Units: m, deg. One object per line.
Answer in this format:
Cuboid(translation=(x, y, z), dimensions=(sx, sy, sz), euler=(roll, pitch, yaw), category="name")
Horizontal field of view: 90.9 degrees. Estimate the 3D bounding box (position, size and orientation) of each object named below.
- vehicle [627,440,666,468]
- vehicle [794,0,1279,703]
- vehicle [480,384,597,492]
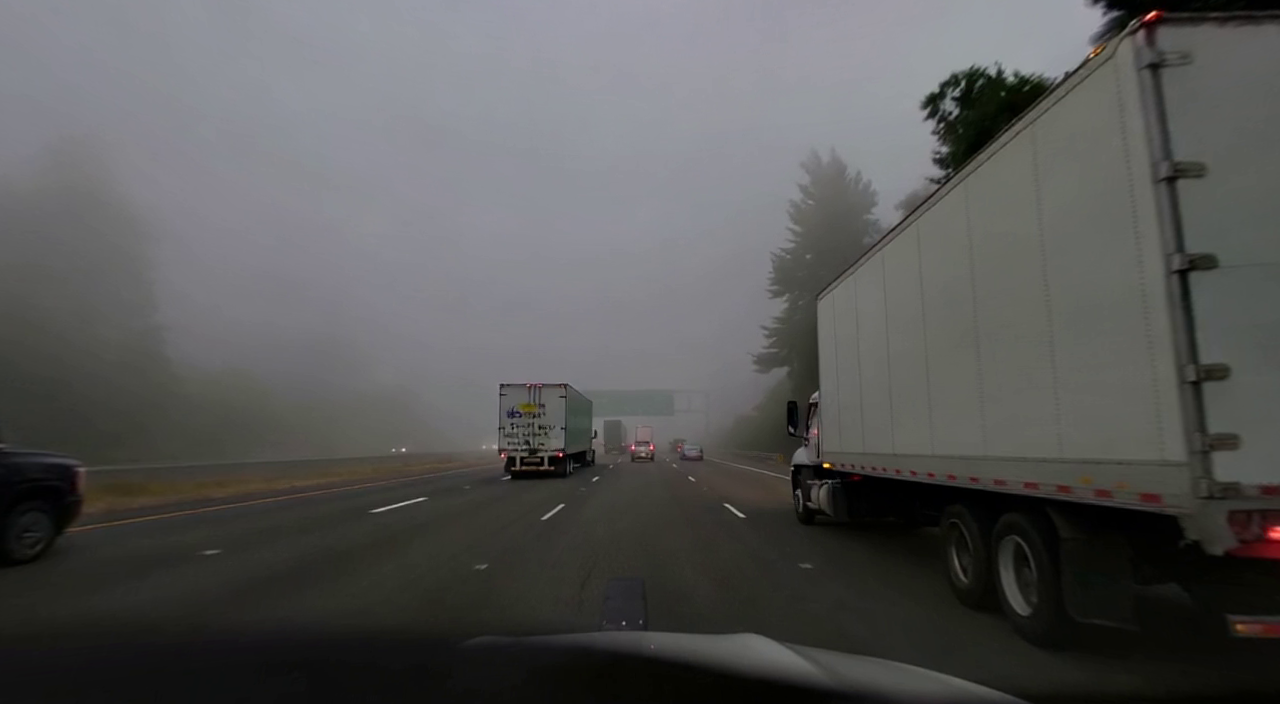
Cuboid(translation=(0.352, 5.906, 36.563), dimensions=(2.105, 1.502, 4.068), euler=(0, -8, 0), category="vehicle")
Cuboid(translation=(4.028, 0.498, 6.574), dimensions=(2.895, 3.484, 7.631), euler=(0, -8, 0), category="vehicle")
Cuboid(translation=(-3.233, 3.081, 22.416), dimensions=(2.745, 3.156, 7.608), euler=(0, -8, 1), category="vehicle")
